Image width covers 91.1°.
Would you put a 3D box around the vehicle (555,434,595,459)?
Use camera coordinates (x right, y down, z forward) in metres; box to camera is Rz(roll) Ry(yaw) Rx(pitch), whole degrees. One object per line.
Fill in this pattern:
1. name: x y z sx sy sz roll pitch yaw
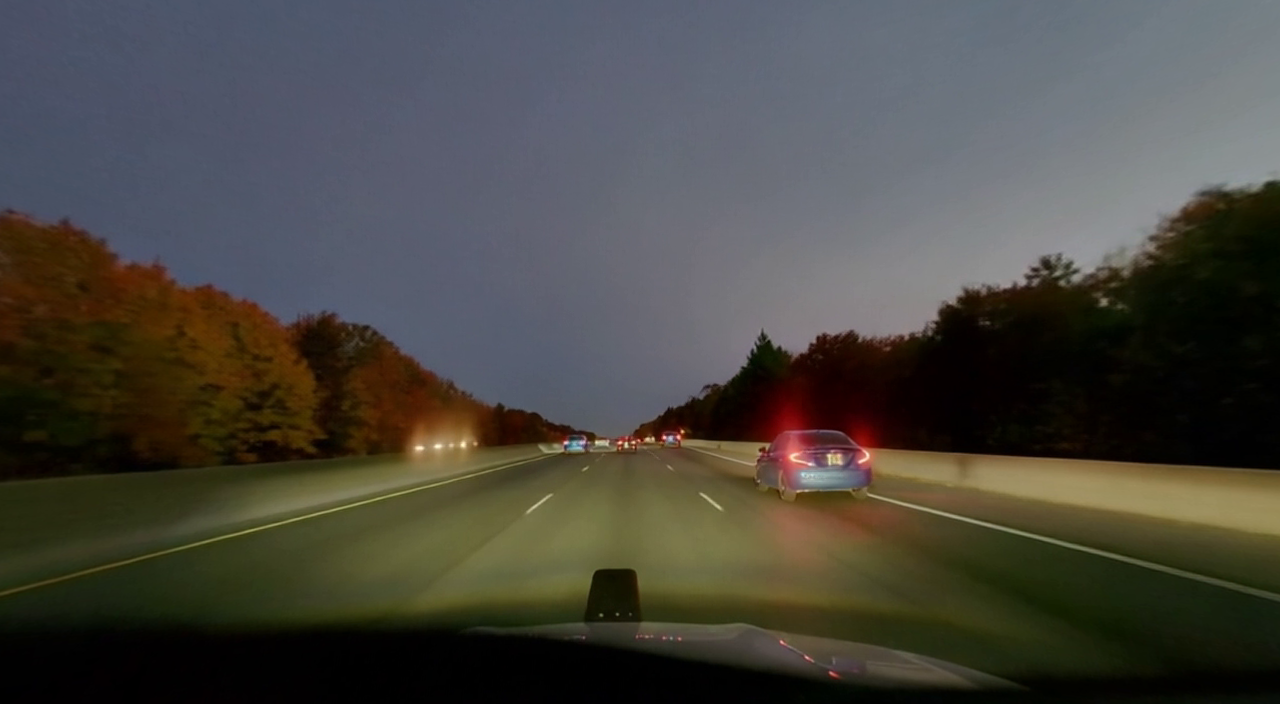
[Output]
1. vehicle: -4.116 6.078 40.520 2.103 1.507 4.367 0 -8 0
